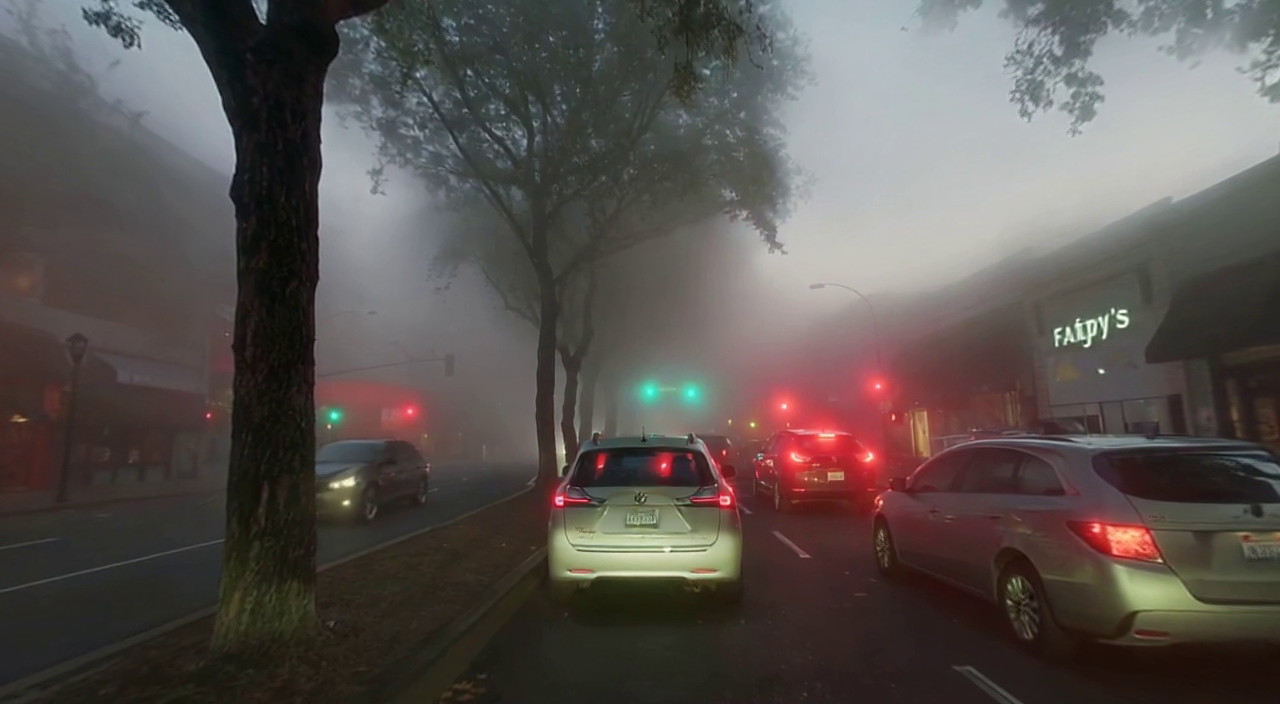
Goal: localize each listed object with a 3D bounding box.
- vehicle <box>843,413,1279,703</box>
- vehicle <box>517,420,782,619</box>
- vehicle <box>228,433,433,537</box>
[{"bbox_3d":[3.393,1.368,5.323,1.988,1.480,4.195,0,-9,1],"label":"vehicle"},{"bbox_3d":[0.059,1.545,6.637,2.006,1.487,3.535,0,-9,0],"label":"vehicle"},{"bbox_3d":[-5.468,2.381,12.002,1.898,1.542,4.689,0,-9,-5],"label":"vehicle"}]
